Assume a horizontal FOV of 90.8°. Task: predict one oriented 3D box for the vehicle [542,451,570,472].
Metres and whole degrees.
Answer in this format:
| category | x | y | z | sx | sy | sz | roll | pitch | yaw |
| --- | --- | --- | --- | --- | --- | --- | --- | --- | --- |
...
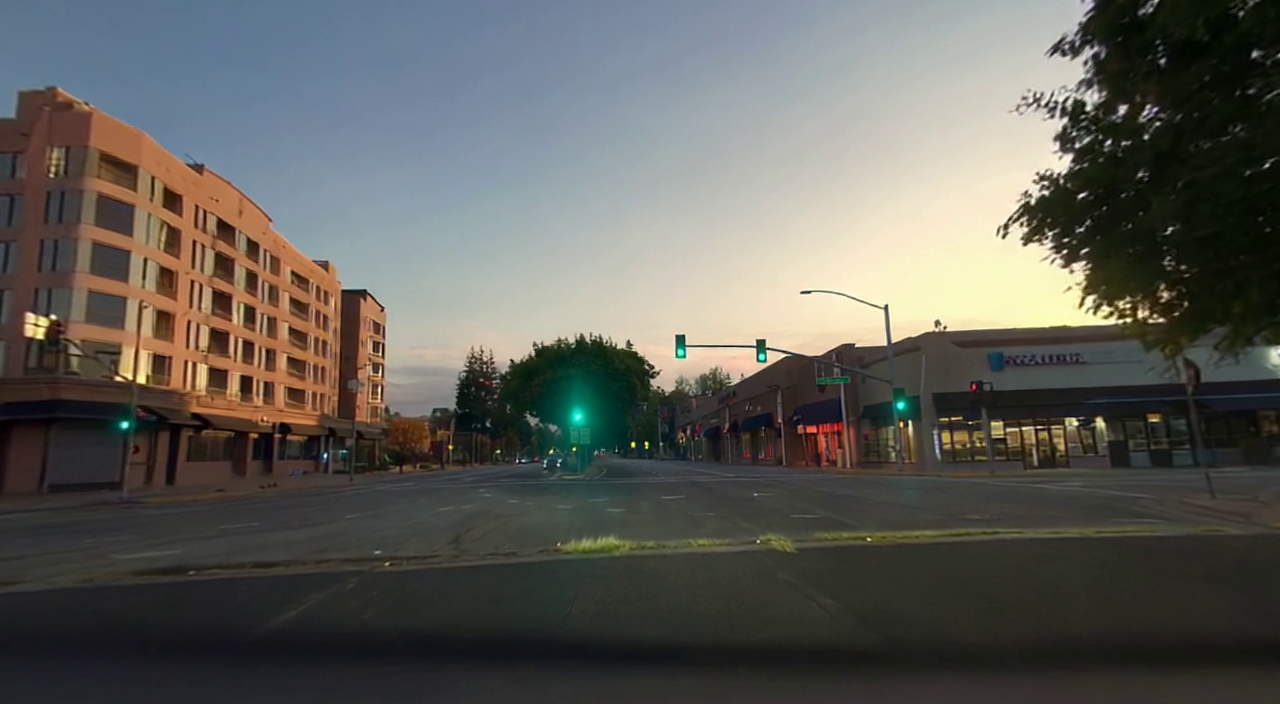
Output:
| category | x | y | z | sx | sy | sz | roll | pitch | yaw |
| --- | --- | --- | --- | --- | --- | --- | --- | --- | --- |
| vehicle | -6.586 | 8.586 | 49.710 | 1.894 | 1.474 | 4.332 | 0 | -8 | -4 |
